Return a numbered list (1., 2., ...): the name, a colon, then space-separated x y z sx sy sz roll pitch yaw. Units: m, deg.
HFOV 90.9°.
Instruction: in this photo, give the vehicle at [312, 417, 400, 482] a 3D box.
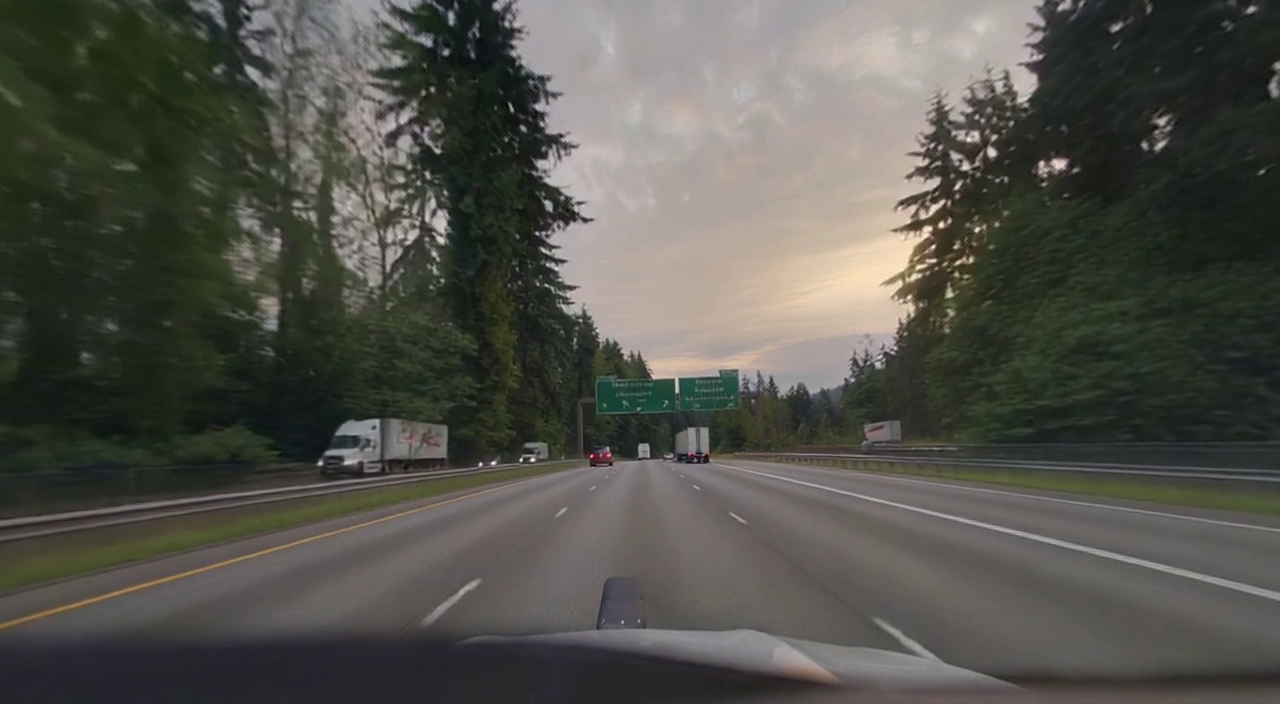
1. vehicle: -18.691 6.455 41.881 3.008 3.926 5.831 0 -9 0
